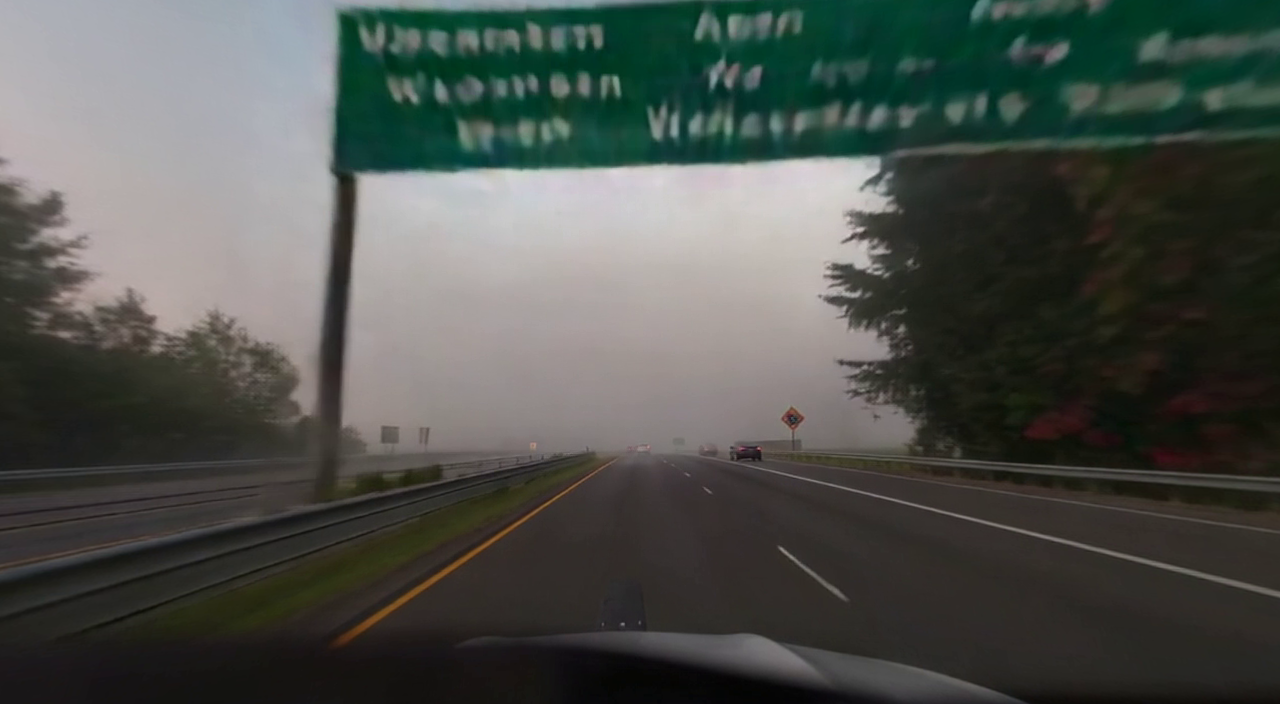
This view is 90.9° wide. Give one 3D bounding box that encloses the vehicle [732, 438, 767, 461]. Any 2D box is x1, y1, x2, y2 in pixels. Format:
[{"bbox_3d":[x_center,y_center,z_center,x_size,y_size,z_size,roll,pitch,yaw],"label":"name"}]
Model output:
[{"bbox_3d":[8.493,7.635,49.349,1.897,1.669,4.825,0,-9,0],"label":"vehicle"}]
